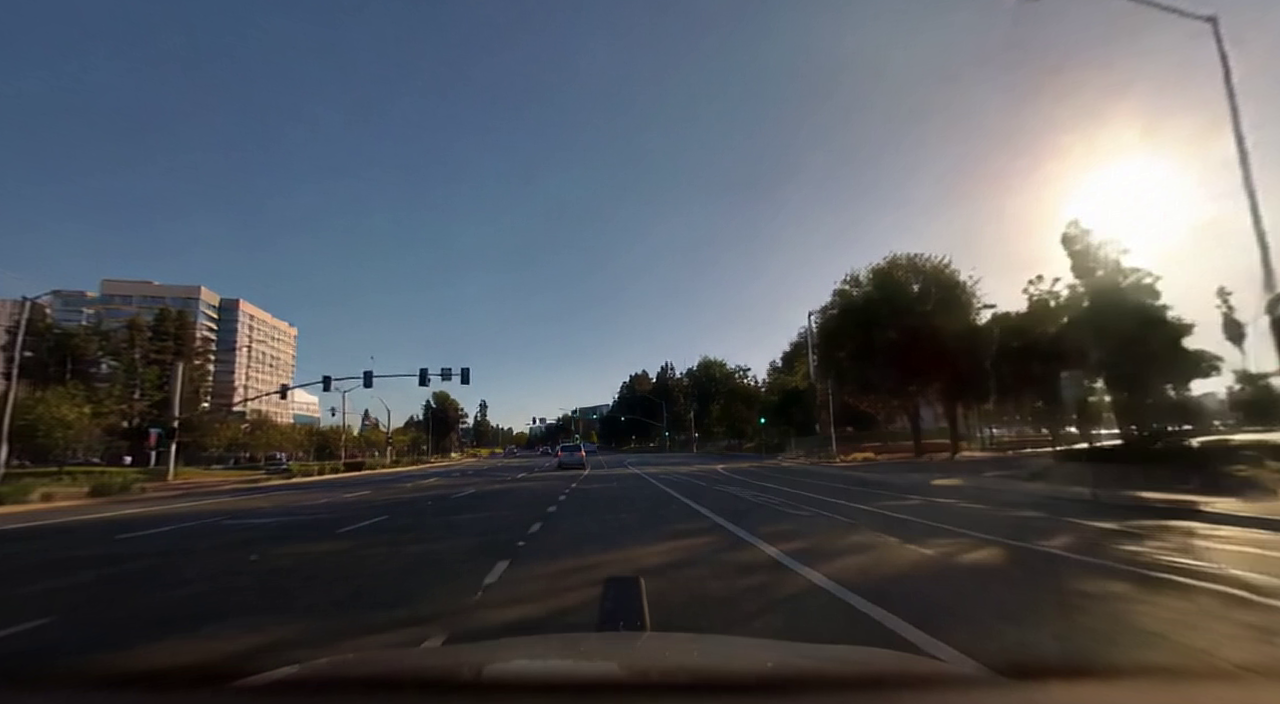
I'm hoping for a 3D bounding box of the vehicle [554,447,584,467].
[{"bbox_3d":[-5.535,8.208,49.656,2.073,1.445,4.151,0,-8,-2],"label":"vehicle"}]
